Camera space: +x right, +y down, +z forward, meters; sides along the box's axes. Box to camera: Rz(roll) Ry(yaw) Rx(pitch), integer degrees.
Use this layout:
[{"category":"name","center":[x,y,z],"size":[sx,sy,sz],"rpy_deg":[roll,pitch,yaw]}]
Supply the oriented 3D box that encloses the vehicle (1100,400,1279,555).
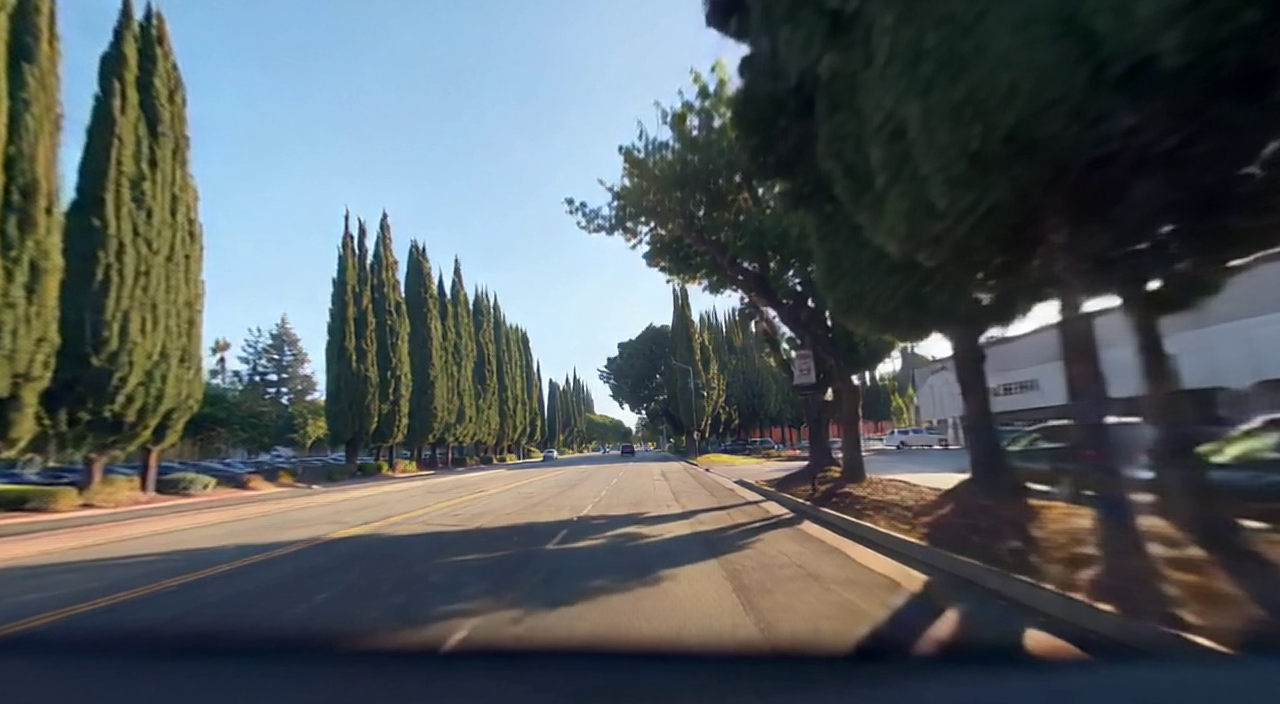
[{"category":"vehicle","center":[7.704,1.328,6.750],"size":[1.896,1.615,4.778],"rpy_deg":[-1,-10,0]}]

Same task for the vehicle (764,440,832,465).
[{"category":"vehicle","center":[11.290,7.221,45.267],"size":[4.361,1.462,1.857],"rpy_deg":[-3,-11,1]}]

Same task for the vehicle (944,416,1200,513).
[{"category":"vehicle","center":[7.899,2.122,12.180],"size":[2.004,1.498,4.208],"rpy_deg":[-1,-9,1]}]
